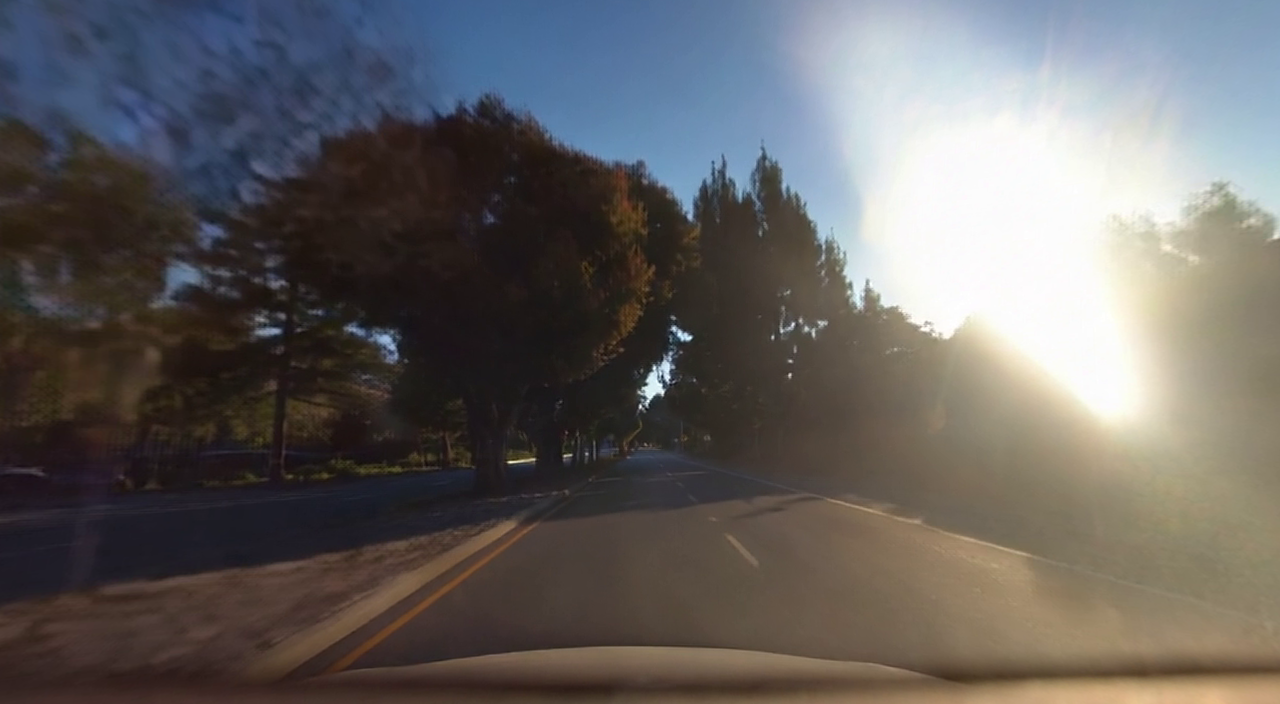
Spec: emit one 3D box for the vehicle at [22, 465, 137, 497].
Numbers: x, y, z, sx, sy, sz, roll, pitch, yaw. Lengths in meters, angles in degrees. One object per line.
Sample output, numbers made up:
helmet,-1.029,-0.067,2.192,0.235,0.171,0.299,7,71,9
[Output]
vehicle,-28.738,6.611,32.478,4.342,1.446,1.722,-2,-8,2
